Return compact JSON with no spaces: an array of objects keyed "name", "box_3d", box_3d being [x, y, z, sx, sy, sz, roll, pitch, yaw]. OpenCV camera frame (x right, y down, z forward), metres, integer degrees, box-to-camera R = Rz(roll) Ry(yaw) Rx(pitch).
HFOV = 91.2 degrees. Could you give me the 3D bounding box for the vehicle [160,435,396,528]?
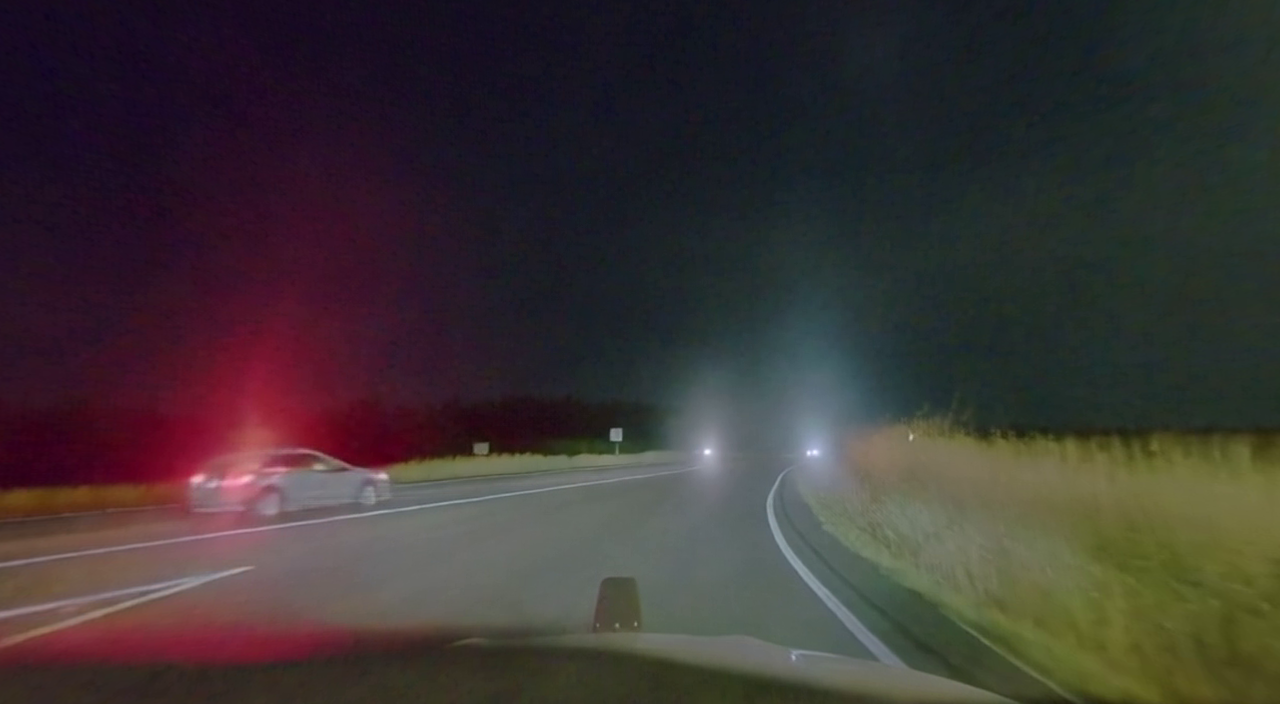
[{"name":"vehicle","box_3d":[-7.682,2.733,13.784,2.106,1.679,3.908,-4,-10,22]}]
